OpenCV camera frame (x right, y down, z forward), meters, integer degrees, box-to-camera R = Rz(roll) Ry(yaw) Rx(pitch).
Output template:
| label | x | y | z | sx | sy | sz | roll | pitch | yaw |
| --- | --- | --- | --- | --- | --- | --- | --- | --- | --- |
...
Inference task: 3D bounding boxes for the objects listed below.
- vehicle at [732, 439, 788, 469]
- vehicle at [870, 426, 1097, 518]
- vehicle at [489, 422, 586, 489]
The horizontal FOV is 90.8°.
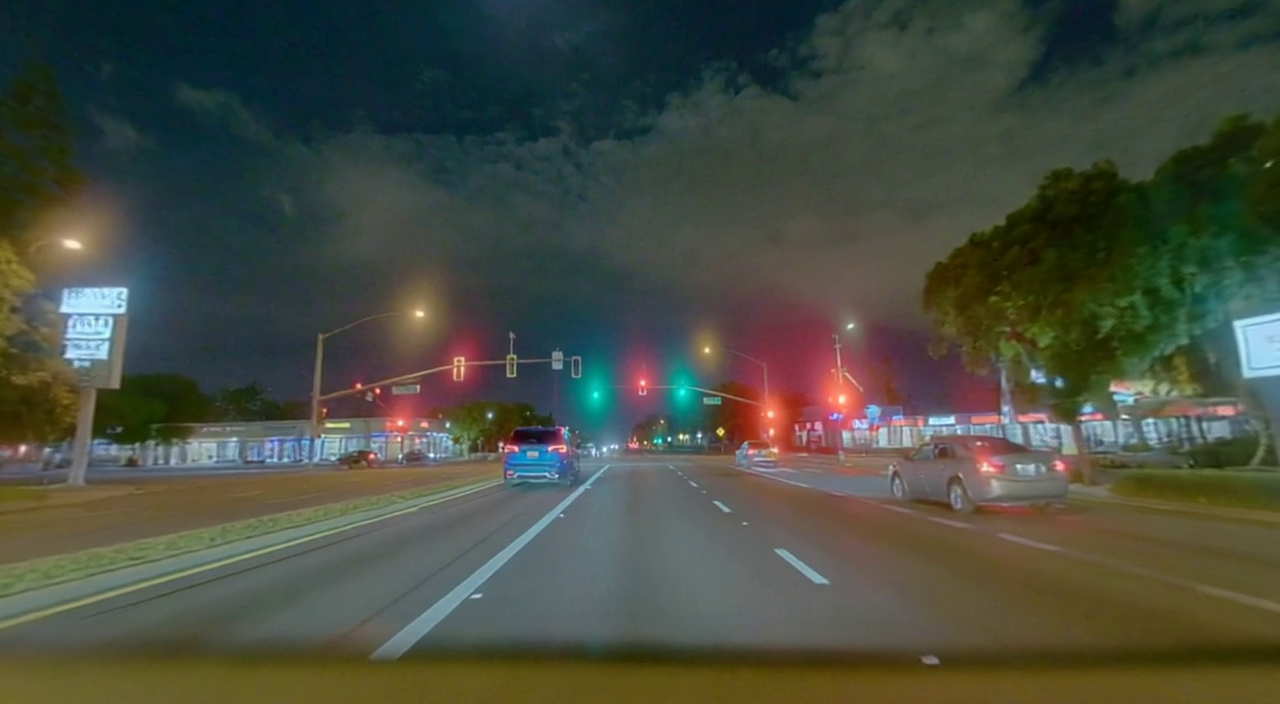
| label | x | y | z | sx | sy | sz | roll | pitch | yaw |
| --- | --- | --- | --- | --- | --- | --- | --- | --- | --- |
| vehicle | 6.294 | 5.399 | 33.696 | 1.972 | 1.476 | 4.775 | 0 | -8 | -2 |
| vehicle | 6.774 | 2.417 | 13.276 | 2.014 | 1.539 | 4.852 | 0 | -8 | 0 |
| vehicle | -3.144 | 3.328 | 20.588 | 2.313 | 1.883 | 5.016 | 0 | -8 | 0 |
